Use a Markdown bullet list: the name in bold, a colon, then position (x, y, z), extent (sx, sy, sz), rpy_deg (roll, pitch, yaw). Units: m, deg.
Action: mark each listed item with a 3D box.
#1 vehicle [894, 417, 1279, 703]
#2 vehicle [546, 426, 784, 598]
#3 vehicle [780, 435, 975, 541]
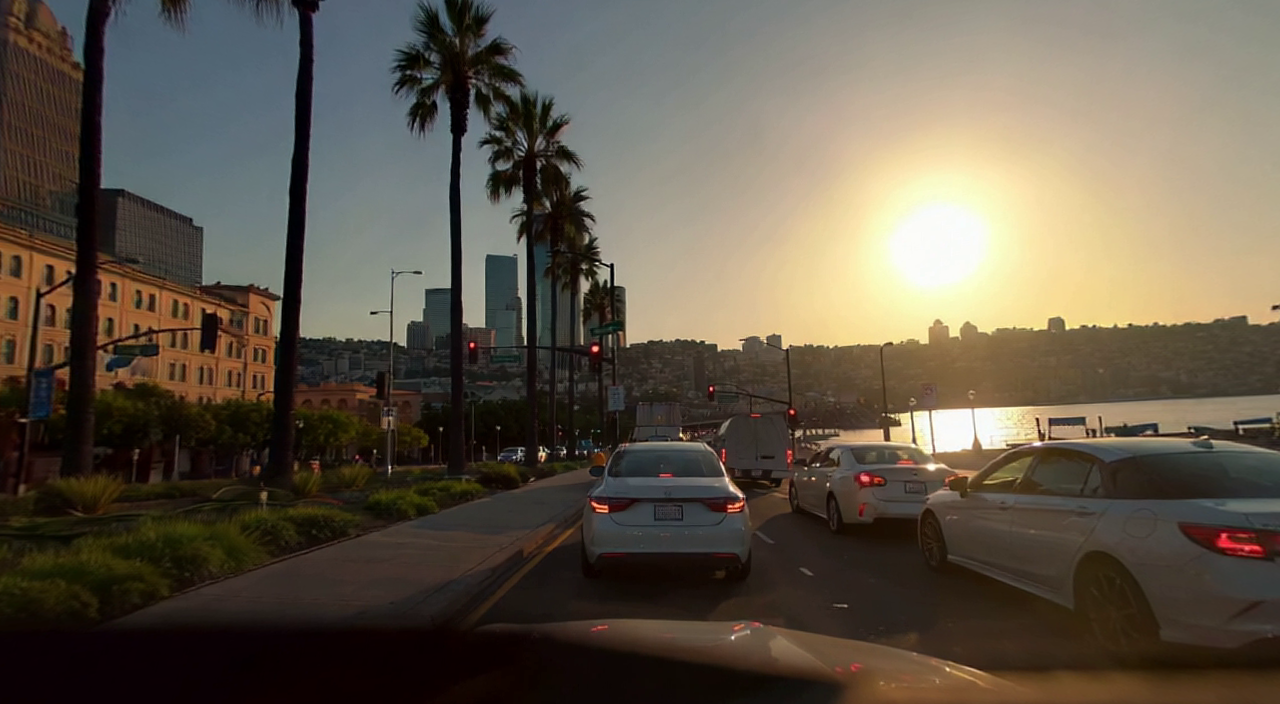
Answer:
- **vehicle**: position (3.918, 1.366, 5.101), extent (1.913, 1.469, 4.425), rpy_deg (0, -9, 0)
- **vehicle**: position (0.250, 1.703, 7.498), extent (2.093, 1.503, 3.681), rpy_deg (0, -9, 1)
- **vehicle**: position (3.888, 2.290, 11.315), extent (1.920, 1.490, 4.417), rpy_deg (-1, -9, 2)
